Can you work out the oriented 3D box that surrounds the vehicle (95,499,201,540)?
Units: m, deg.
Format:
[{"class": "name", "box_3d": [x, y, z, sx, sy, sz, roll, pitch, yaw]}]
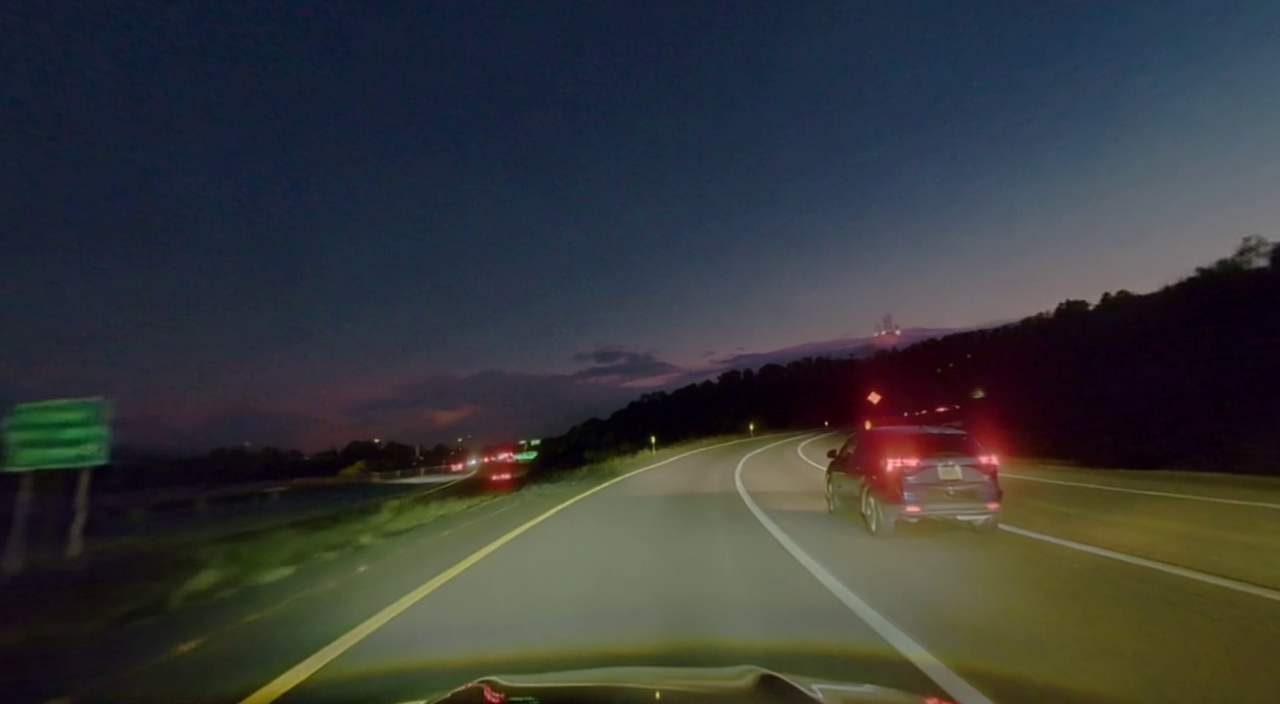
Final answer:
[{"class": "vehicle", "box_3d": [-25.551, 8.688, 32.958, 2.045, 1.513, 4.795, 1, -9, -7]}]
